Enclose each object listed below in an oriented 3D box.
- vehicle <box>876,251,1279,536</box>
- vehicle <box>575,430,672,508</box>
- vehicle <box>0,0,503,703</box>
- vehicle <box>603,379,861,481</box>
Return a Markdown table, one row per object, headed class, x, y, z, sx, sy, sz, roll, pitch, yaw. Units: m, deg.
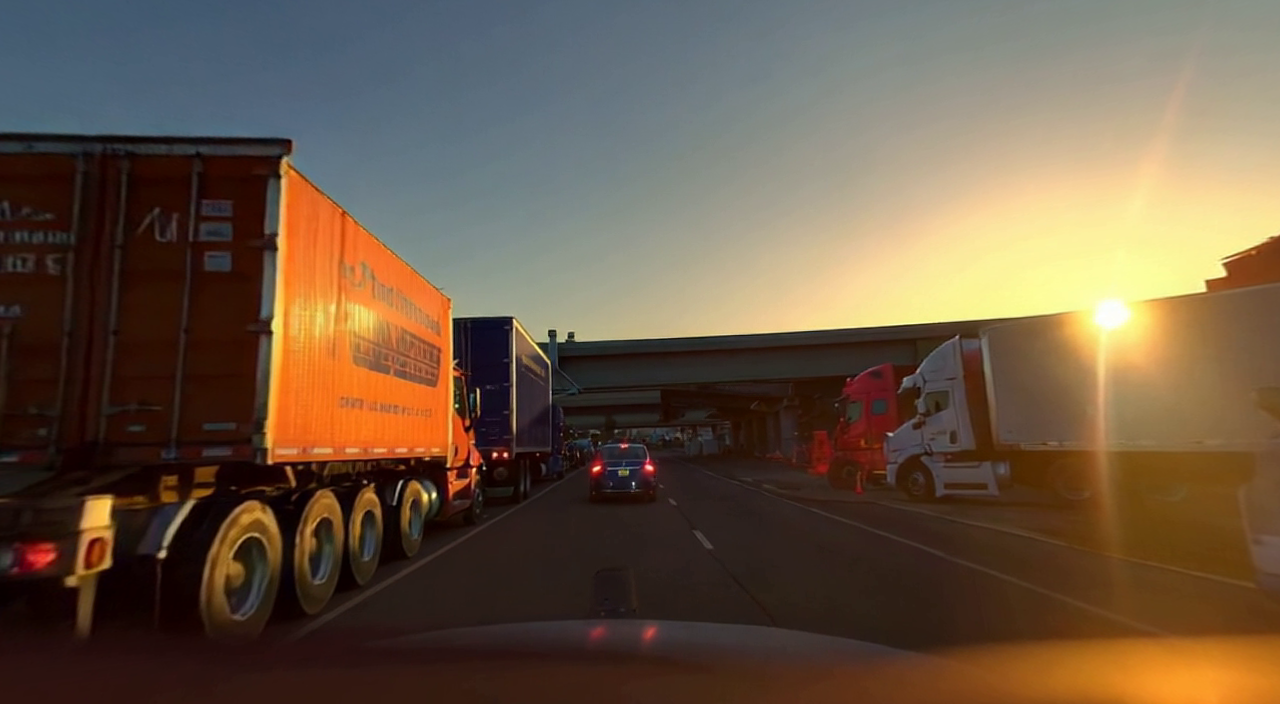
| class | x | y | z | sx | sy | sz | roll | pitch | yaw |
| --- | --- | --- | --- | --- | --- | --- | --- | --- | --- |
| vehicle | 11.120 | 0.641 | 9.699 | 13.564 | 4.152 | 3.110 | -9 | -12 | 42 |
| vehicle | -0.392 | 2.895 | 15.850 | 2.140 | 1.682 | 3.971 | 0 | -9 | -1 |
| vehicle | -3.986 | 0.801 | 7.032 | 2.986 | 3.391 | 9.523 | 0 | -9 | -2 |
| vehicle | 3.722 | 3.995 | 32.029 | 2.877 | 4.124 | 14.516 | 3 | -8 | -40 |
